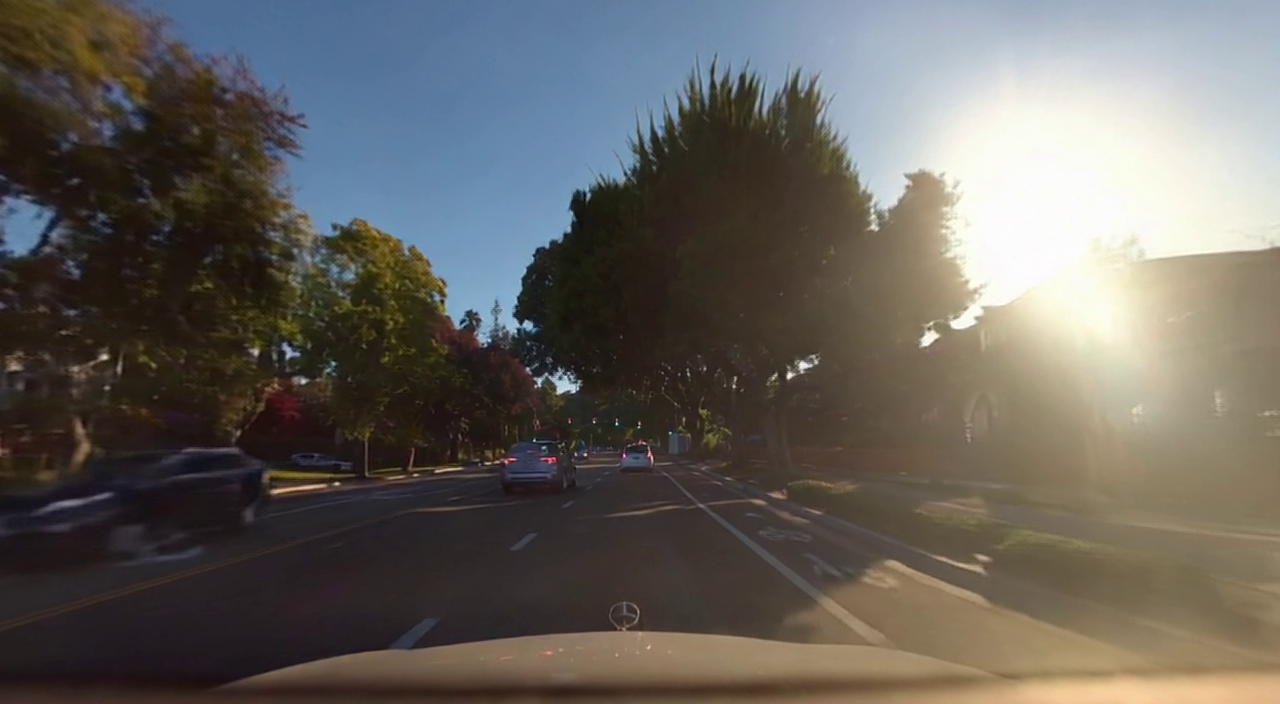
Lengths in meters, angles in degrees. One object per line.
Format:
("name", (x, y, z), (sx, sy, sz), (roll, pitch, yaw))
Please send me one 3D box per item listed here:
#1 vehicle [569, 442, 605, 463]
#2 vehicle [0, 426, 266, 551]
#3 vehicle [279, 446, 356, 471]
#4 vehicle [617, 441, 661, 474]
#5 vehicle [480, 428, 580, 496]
("vehicle", (-3.870, 7.455, 47.027), (2.268, 1.522, 4.350), (0, -8, 0))
("vehicle", (-9.045, 2.271, 11.102), (2.149, 1.662, 4.600), (-4, -8, 0))
("vehicle", (-22.465, 7.410, 44.171), (4.203, 1.693, 2.072), (0, -8, 0))
("vehicle", (-0.076, 5.189, 31.385), (2.062, 1.518, 3.901), (0, -8, 0))
("vehicle", (-3.146, 3.254, 19.059), (2.157, 1.771, 4.452), (0, -8, 1))
